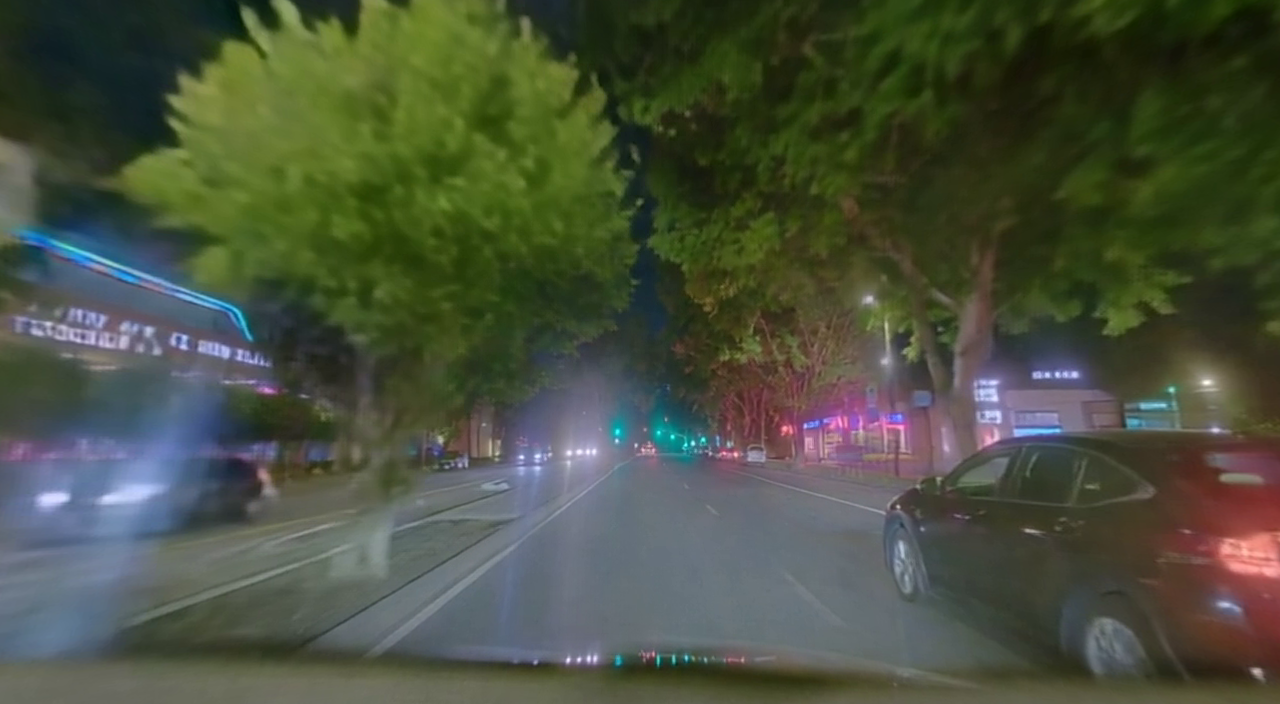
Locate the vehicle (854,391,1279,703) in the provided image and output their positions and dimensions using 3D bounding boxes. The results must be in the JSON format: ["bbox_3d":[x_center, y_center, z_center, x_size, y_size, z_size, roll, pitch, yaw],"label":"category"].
[{"bbox_3d":[3.037,1.151,3.870,1.989,1.498,4.050,0,-8,0],"label":"vehicle"}]

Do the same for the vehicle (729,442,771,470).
[{"bbox_3d":[7.582,7.180,43.776,2.050,1.838,4.535,0,-8,0],"label":"vehicle"}]

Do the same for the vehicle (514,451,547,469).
[{"bbox_3d":[-8.415,8.322,48.619,1.748,1.278,4.300,0,-8,0],"label":"vehicle"}]

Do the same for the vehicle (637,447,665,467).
[{"bbox_3d":[0.737,7.564,45.555,1.945,1.343,3.827,0,-8,0],"label":"vehicle"}]

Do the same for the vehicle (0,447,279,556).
[{"bbox_3d":[-8.462,2.396,10.881,1.922,1.464,4.201,0,-8,1],"label":"vehicle"}]
